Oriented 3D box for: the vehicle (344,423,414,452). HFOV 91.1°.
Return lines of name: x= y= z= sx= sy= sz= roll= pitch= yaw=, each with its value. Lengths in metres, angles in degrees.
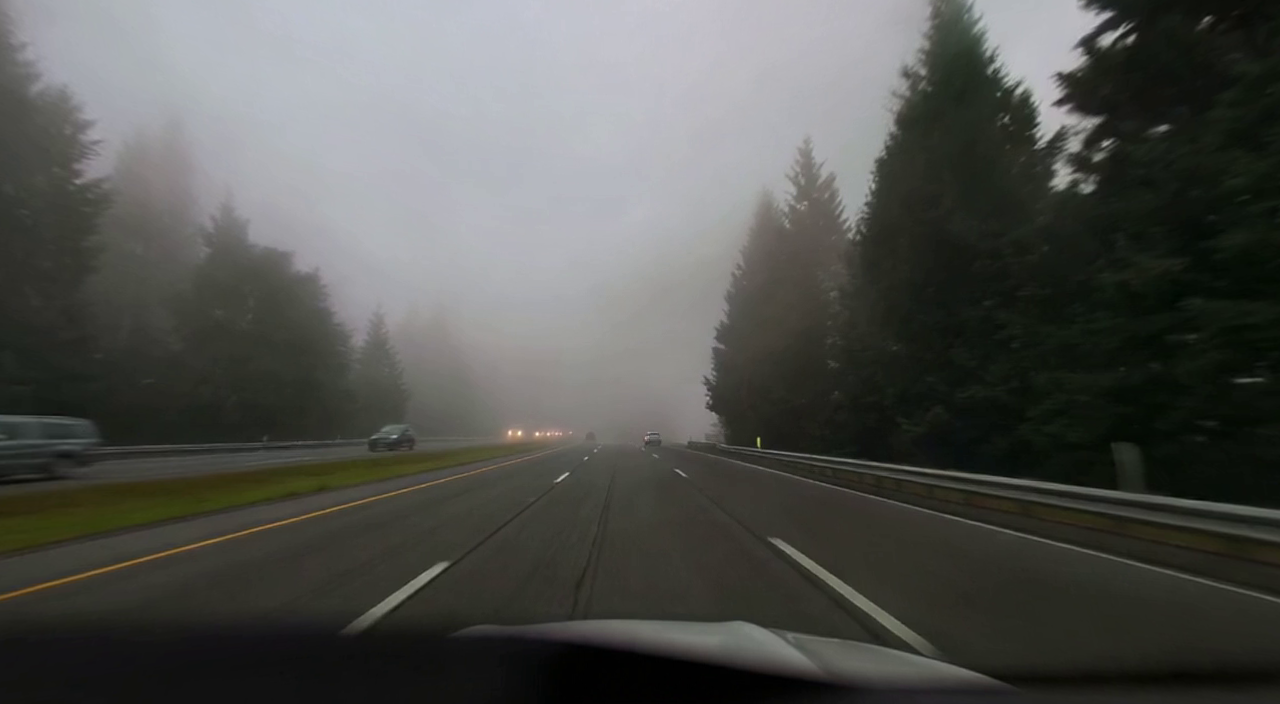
vehicle: x=-14.287 y=4.733 z=34.695 sx=2.055 sy=1.481 sz=4.316 roll=0 pitch=-8 yaw=-1
